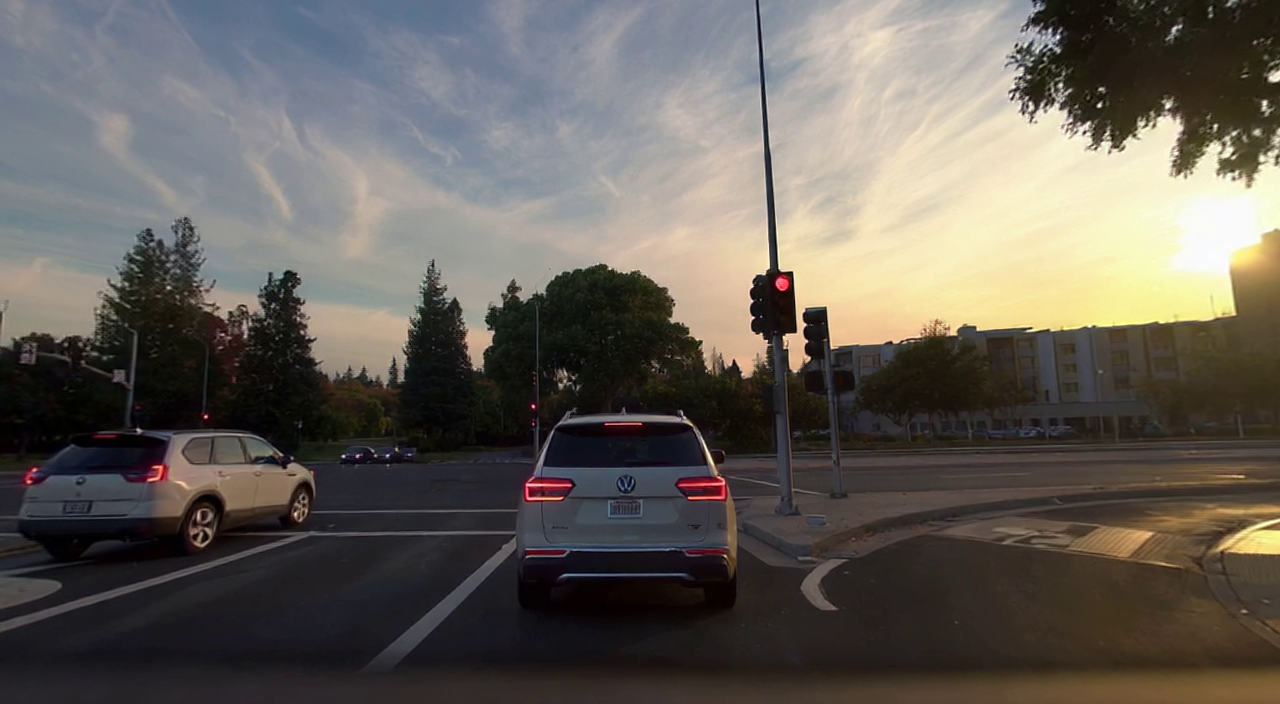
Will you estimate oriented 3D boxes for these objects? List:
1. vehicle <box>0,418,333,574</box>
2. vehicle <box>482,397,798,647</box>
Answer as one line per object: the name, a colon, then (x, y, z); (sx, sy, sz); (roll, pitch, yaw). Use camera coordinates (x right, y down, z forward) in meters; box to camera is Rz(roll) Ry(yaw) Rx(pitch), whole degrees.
vehicle: (-6.393, 1.900, 9.110); (2.020, 1.695, 4.187); (1, -9, -5)
vehicle: (-0.145, 1.458, 6.441); (2.154, 1.670, 4.140); (0, -9, -5)
